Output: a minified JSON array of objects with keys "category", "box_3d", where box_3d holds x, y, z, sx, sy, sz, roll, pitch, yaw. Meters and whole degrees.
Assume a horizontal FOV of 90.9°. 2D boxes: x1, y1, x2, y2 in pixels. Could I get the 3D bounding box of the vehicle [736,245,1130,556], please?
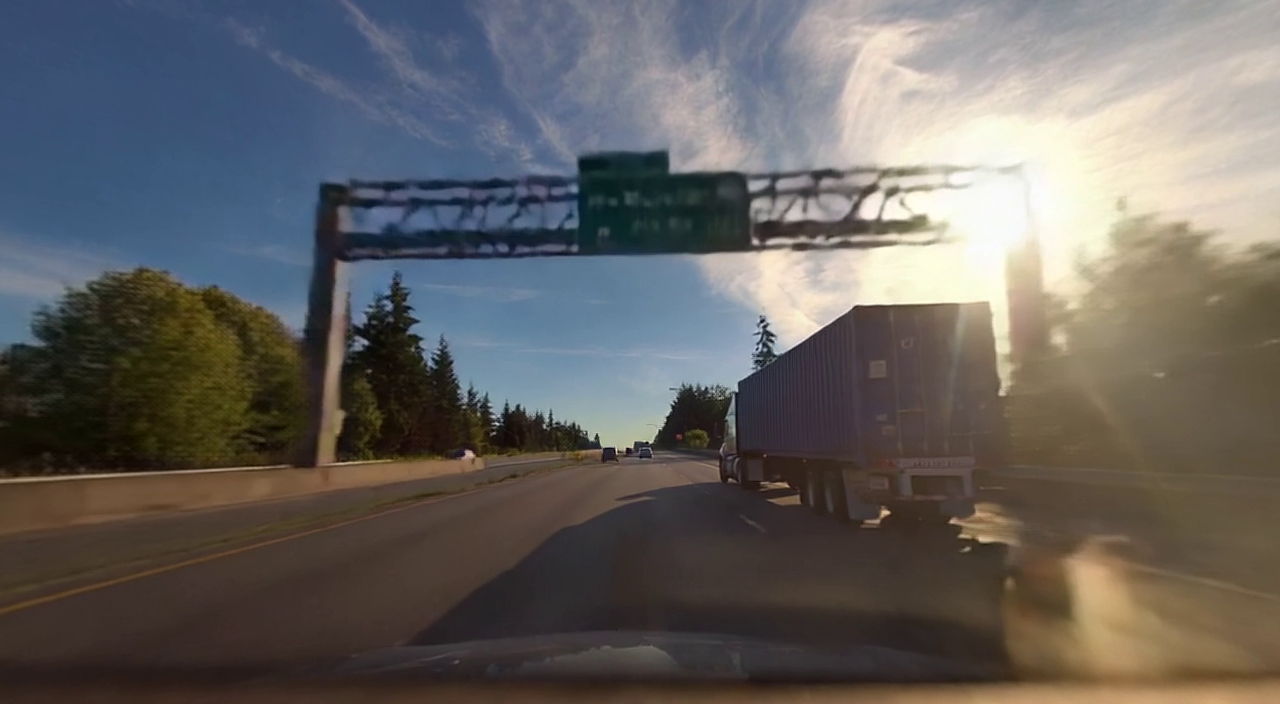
[{"category":"vehicle","box_3d":[4.703,1.553,14.576,2.821,4.046,12.876,0,-9,0]}]
